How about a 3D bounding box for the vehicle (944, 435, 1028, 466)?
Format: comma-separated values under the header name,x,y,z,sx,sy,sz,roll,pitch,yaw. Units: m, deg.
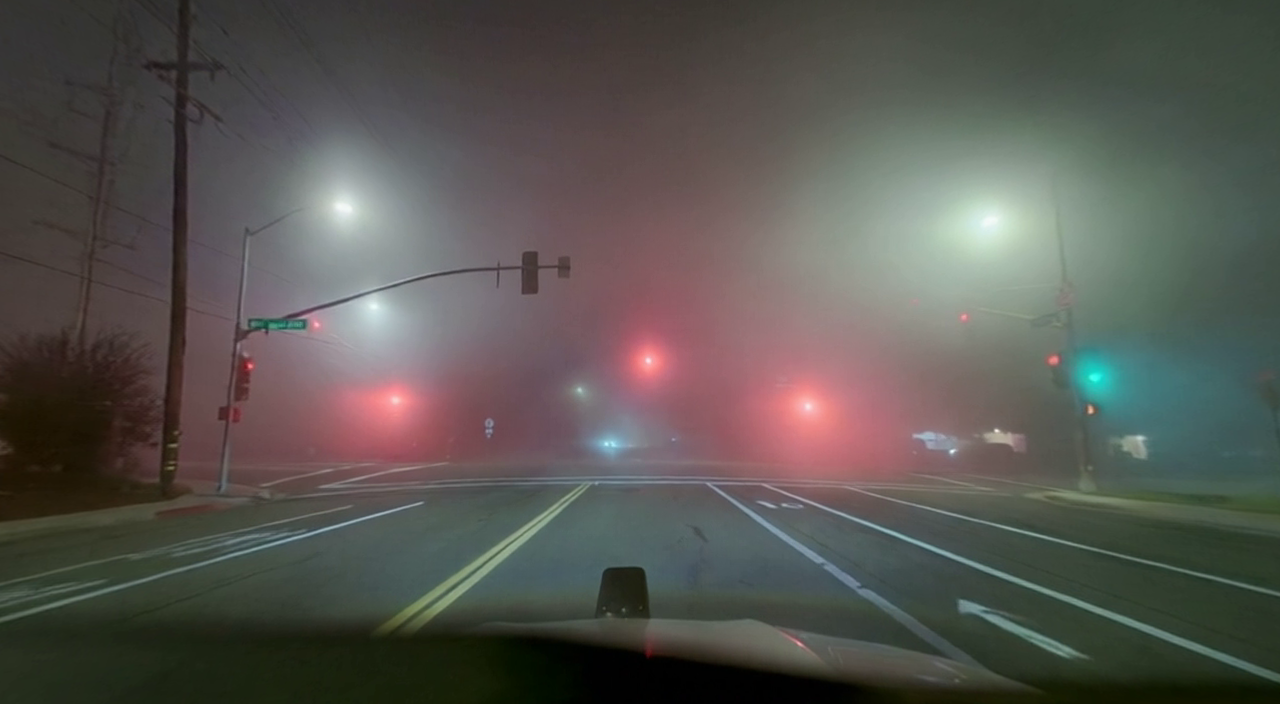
name,x,y,z,sx,sy,sz,roll,pitch,yaw
vehicle,22.970,6.557,42.108,2.030,1.927,4.853,2,-9,-14
